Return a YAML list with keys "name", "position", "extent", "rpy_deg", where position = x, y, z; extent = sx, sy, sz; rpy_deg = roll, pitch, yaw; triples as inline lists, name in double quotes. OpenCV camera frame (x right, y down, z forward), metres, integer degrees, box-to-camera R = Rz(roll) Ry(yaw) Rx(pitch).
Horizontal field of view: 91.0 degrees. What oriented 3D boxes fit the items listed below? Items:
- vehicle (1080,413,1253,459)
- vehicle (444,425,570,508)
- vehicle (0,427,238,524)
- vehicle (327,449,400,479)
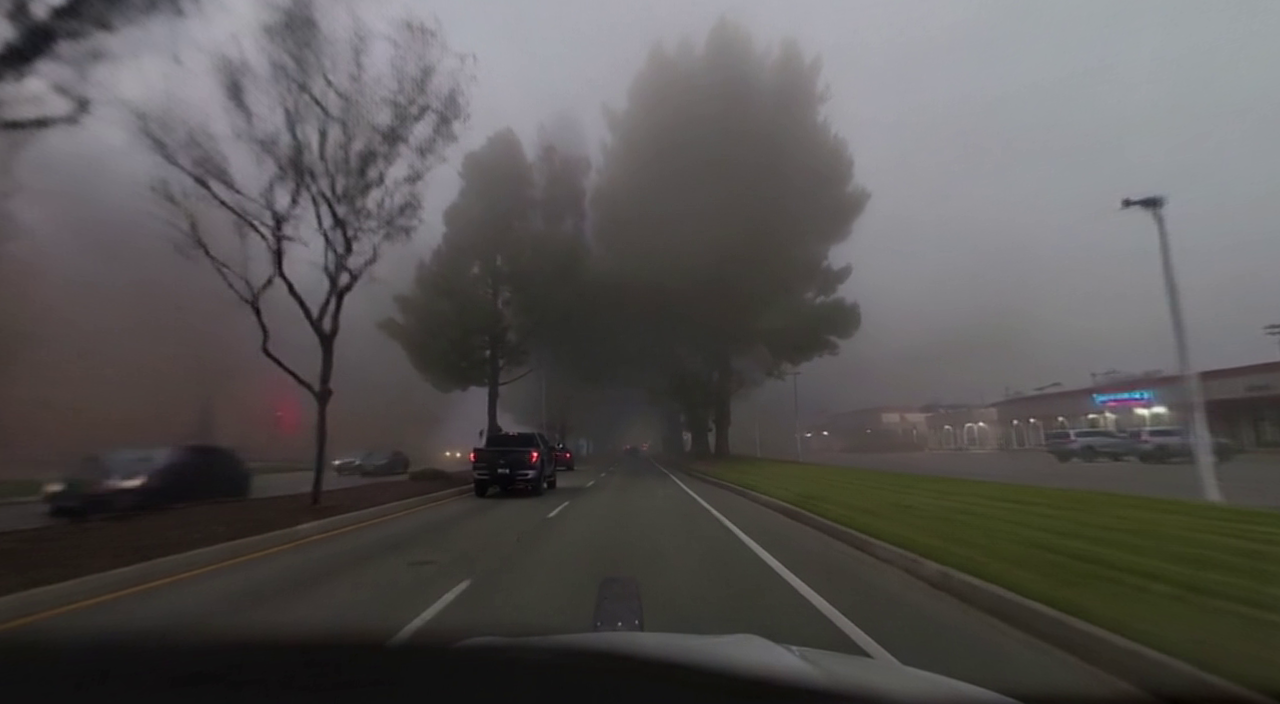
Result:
- name: "vehicle"
  position: [26.148, 4.255, 31.478]
  extent: [6.324, 1.986, 2.478]
  rpy_deg: [-2, -9, 0]
- name: "vehicle"
  position: [-3.232, 2.924, 16.561]
  extent: [2.065, 1.790, 5.417]
  rpy_deg: [0, -9, 1]
- name: "vehicle"
  position: [-11.386, 2.553, 13.628]
  extent: [1.988, 1.687, 5.001]
  rpy_deg: [0, -9, 0]
- name: "vehicle"
  position: [-14.512, 5.877, 33.337]
  extent: [1.813, 1.476, 4.406]
  rpy_deg: [0, -9, 1]
